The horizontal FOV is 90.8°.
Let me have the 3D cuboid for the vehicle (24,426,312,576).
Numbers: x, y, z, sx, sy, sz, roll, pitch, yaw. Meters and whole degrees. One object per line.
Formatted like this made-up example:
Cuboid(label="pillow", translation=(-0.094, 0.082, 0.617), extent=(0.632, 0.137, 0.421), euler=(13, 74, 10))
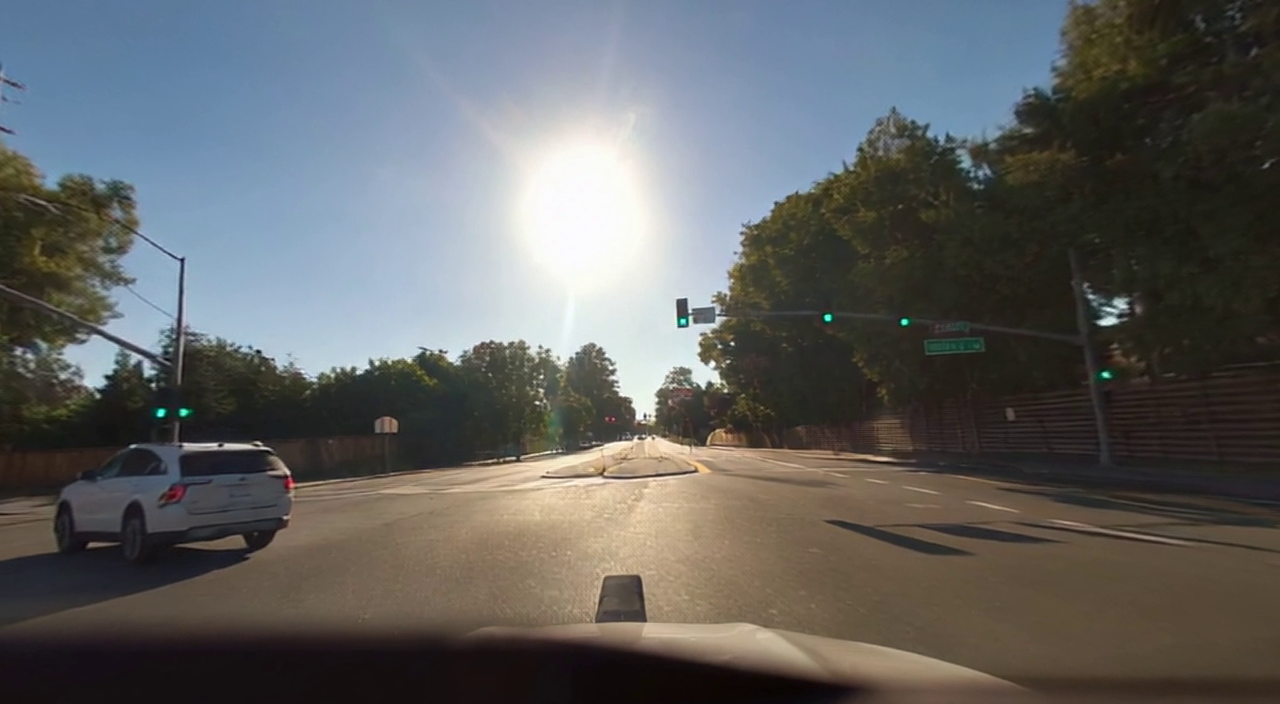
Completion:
Cuboid(label="vehicle", translation=(-7.581, 2.183, 10.065), extent=(4.580, 1.827, 2.230), euler=(-7, -10, 35))
